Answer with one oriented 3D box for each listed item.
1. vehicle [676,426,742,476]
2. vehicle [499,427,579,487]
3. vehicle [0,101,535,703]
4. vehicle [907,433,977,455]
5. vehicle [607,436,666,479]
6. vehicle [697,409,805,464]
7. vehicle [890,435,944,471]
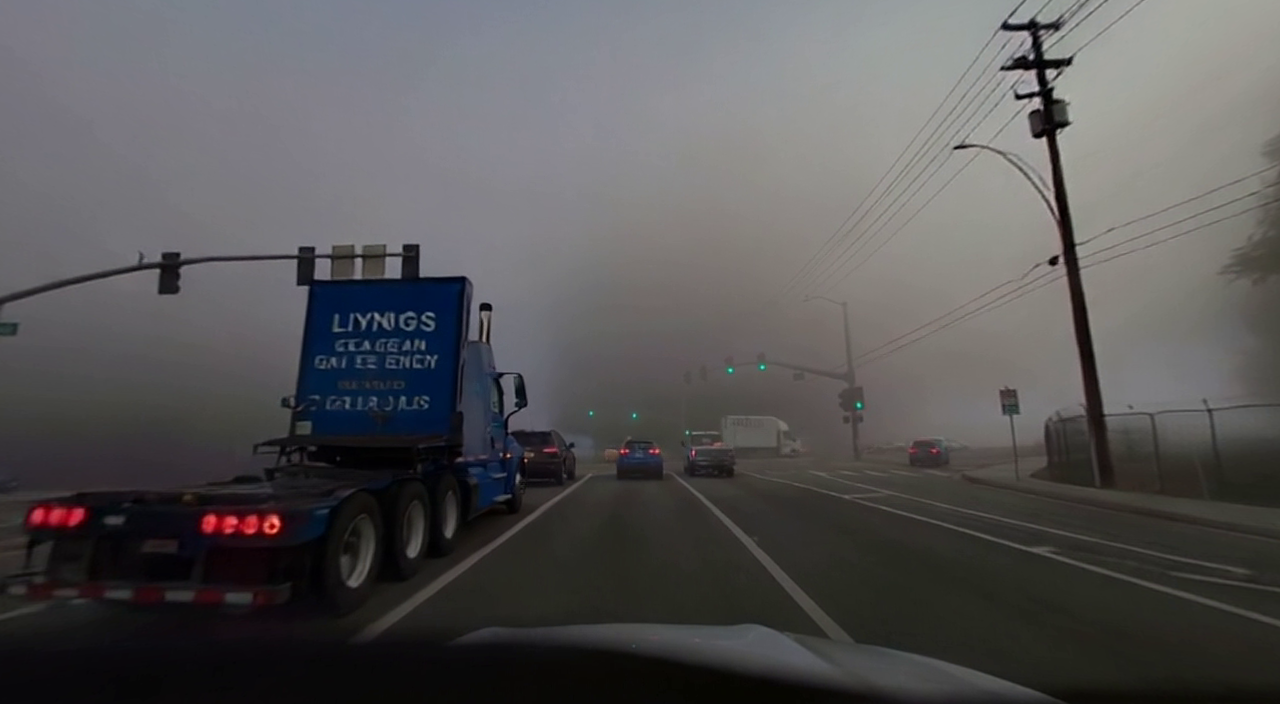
[{"bbox_3d":[2.722,4.054,26.010,2.086,1.849,4.607,0,-8,-2],"label":"vehicle"},{"bbox_3d":[-3.286,3.531,21.514,1.994,1.806,4.564,0,-8,0],"label":"vehicle"},{"bbox_3d":[-3.418,0.758,7.612,2.889,3.347,8.285,0,-8,0],"label":"vehicle"},{"bbox_3d":[23.729,7.238,49.664,5.208,1.624,1.927,3,-9,-24],"label":"vehicle"},{"bbox_3d":[-0.167,4.045,24.545,2.117,1.499,4.036,0,-8,-1],"label":"vehicle"},{"bbox_3d":[7.475,5.689,42.647,6.670,3.450,2.666,3,-9,-22],"label":"vehicle"},{"bbox_3d":[14.026,5.045,31.863,2.102,1.662,4.533,-4,-9,27],"label":"vehicle"}]
